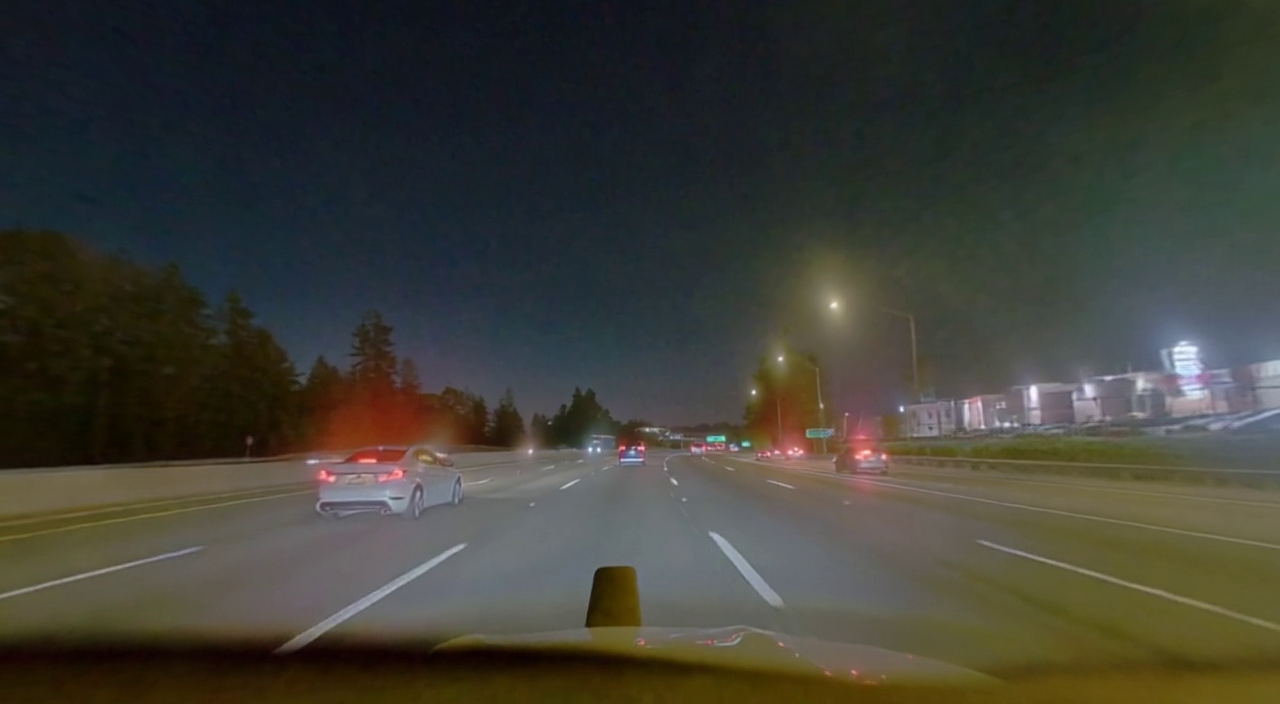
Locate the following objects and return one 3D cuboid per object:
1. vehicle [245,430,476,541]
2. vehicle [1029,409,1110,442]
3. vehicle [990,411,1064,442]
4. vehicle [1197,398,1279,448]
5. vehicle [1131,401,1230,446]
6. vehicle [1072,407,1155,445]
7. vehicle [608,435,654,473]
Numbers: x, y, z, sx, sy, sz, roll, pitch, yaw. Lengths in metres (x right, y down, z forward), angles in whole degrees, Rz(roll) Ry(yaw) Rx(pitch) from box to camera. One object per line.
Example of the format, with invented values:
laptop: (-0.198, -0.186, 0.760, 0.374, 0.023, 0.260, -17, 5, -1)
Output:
vehicle: (-4.400, 2.161, 10.922, 1.907, 1.483, 4.562, 0, -9, 0)
vehicle: (23.376, 4.033, 34.325, 4.425, 1.677, 2.003, 6, -9, -33)
vehicle: (22.705, 4.426, 37.041, 4.353, 1.698, 2.034, 6, -10, -35)
vehicle: (23.357, 2.791, 24.224, 4.419, 1.749, 2.055, 6, -11, -38)
vehicle: (23.164, 3.111, 27.027, 4.472, 1.735, 2.074, 6, -9, -35)
vehicle: (22.944, 3.633, 30.537, 4.338, 1.725, 2.016, 6, -11, -38)
vehicle: (-0.390, 5.343, 33.338, 2.155, 1.856, 4.796, -1, -9, 2)
